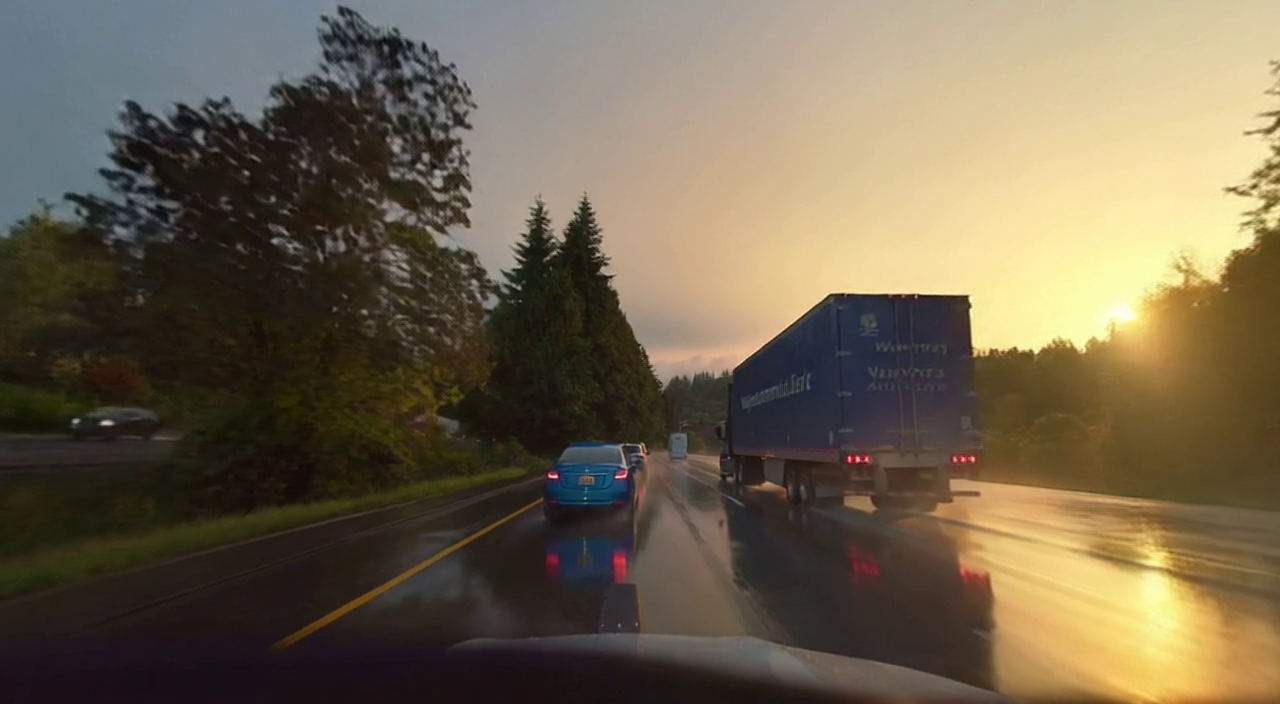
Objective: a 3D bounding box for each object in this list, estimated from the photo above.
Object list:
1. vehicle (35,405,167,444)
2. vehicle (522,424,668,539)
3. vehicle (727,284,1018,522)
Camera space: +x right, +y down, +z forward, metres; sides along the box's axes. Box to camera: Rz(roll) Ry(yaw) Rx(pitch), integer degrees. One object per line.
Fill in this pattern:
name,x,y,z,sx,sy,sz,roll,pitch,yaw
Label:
vehicle,-22.601,3.141,26.628,1.896,1.456,4.407,0,-9,-4
vehicle,-0.647,2.113,10.755,2.038,1.582,3.729,0,-9,0
vehicle,4.874,1.886,17.712,2.825,4.043,14.051,0,-9,0
